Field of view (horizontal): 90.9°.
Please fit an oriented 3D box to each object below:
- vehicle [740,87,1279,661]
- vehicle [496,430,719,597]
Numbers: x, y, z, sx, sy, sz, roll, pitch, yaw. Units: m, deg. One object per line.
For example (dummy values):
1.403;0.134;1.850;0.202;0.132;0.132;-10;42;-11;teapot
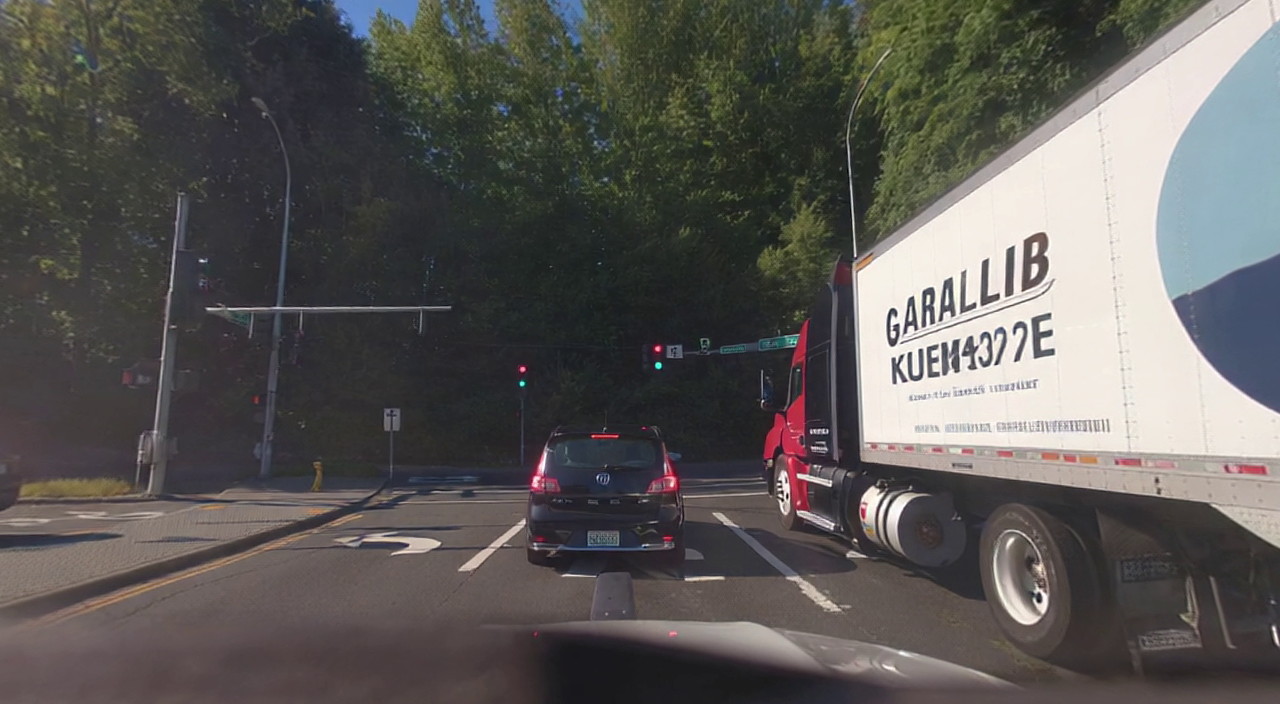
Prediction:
3.552;0.767;8.939;2.884;3.753;9.763;0;-9;2;vehicle
-0.322;1.706;7.423;1.975;1.457;3.526;0;-9;-1;vehicle
